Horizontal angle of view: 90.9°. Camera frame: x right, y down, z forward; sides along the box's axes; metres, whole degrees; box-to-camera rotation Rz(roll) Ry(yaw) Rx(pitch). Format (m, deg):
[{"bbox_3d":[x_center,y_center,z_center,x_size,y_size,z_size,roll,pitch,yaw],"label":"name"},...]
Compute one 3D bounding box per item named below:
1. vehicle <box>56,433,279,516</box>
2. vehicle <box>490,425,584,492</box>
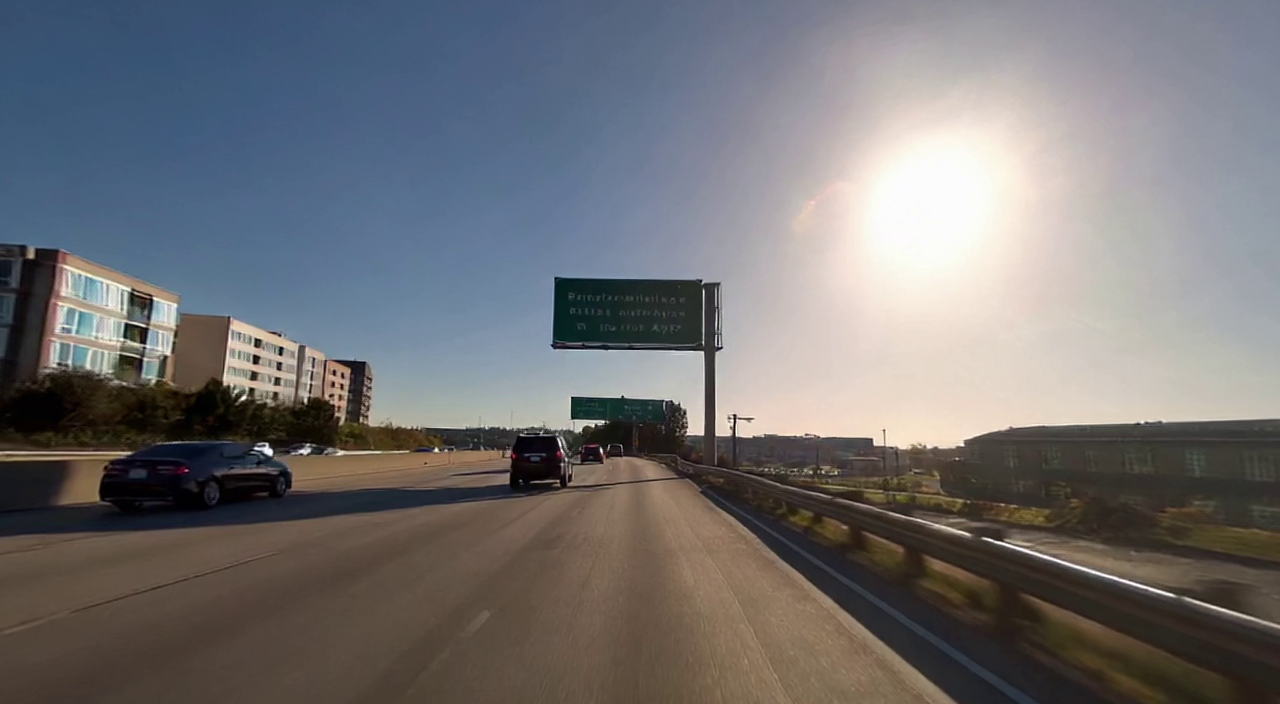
[{"bbox_3d":[-10.860,2.805,15.033,1.919,1.665,4.394,0,-8,0],"label":"vehicle"},{"bbox_3d":[-3.354,3.596,21.715,2.301,1.985,5.247,0,-8,1],"label":"vehicle"}]
